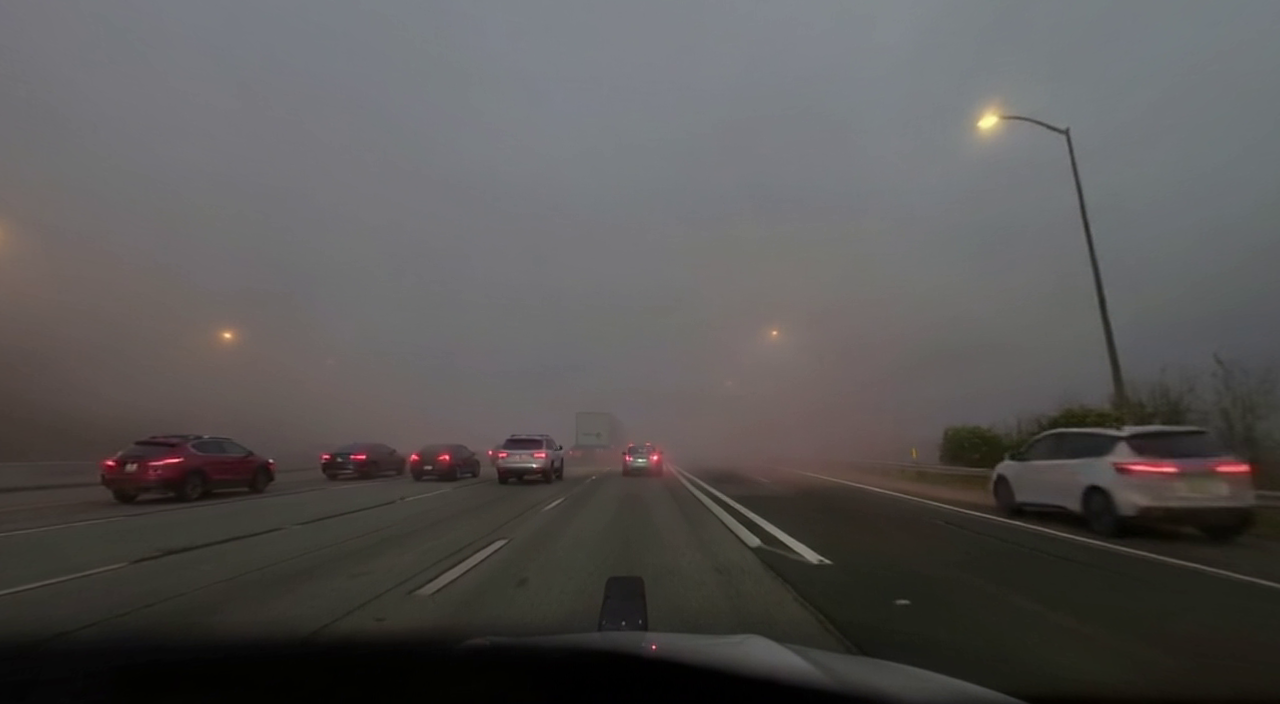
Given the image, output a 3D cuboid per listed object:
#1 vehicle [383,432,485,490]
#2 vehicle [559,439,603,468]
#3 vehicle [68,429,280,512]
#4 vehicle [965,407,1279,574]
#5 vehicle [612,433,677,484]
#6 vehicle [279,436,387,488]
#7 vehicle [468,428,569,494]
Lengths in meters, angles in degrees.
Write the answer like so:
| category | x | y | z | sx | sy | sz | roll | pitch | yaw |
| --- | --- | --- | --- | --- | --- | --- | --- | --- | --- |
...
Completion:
| category | x | y | z | sx | sy | sz | roll | pitch | yaw |
| --- | --- | --- | --- | --- | --- | --- | --- | --- | --- |
| vehicle | -6.917 | 3.695 | 21.668 | 1.998 | 1.770 | 4.222 | 0 | -8 | 1 |
| vehicle | -3.619 | 6.320 | 39.515 | 2.243 | 1.683 | 4.178 | 0 | -8 | 1 |
| vehicle | -11.175 | 2.842 | 15.628 | 1.871 | 1.747 | 4.342 | 0 | -8 | 0 |
| vehicle | 6.719 | 1.770 | 8.857 | 2.026 | 1.718 | 4.522 | 0 | -8 | 2 |
| vehicle | 0.173 | 3.882 | 23.293 | 2.180 | 1.716 | 3.920 | 0 | -8 | 1 |
| vehicle | -10.918 | 3.921 | 22.768 | 1.863 | 1.696 | 3.885 | 0 | -8 | 1 |
| vehicle | -3.619 | 3.359 | 19.798 | 2.125 | 1.792 | 4.466 | 0 | -8 | 2 |
